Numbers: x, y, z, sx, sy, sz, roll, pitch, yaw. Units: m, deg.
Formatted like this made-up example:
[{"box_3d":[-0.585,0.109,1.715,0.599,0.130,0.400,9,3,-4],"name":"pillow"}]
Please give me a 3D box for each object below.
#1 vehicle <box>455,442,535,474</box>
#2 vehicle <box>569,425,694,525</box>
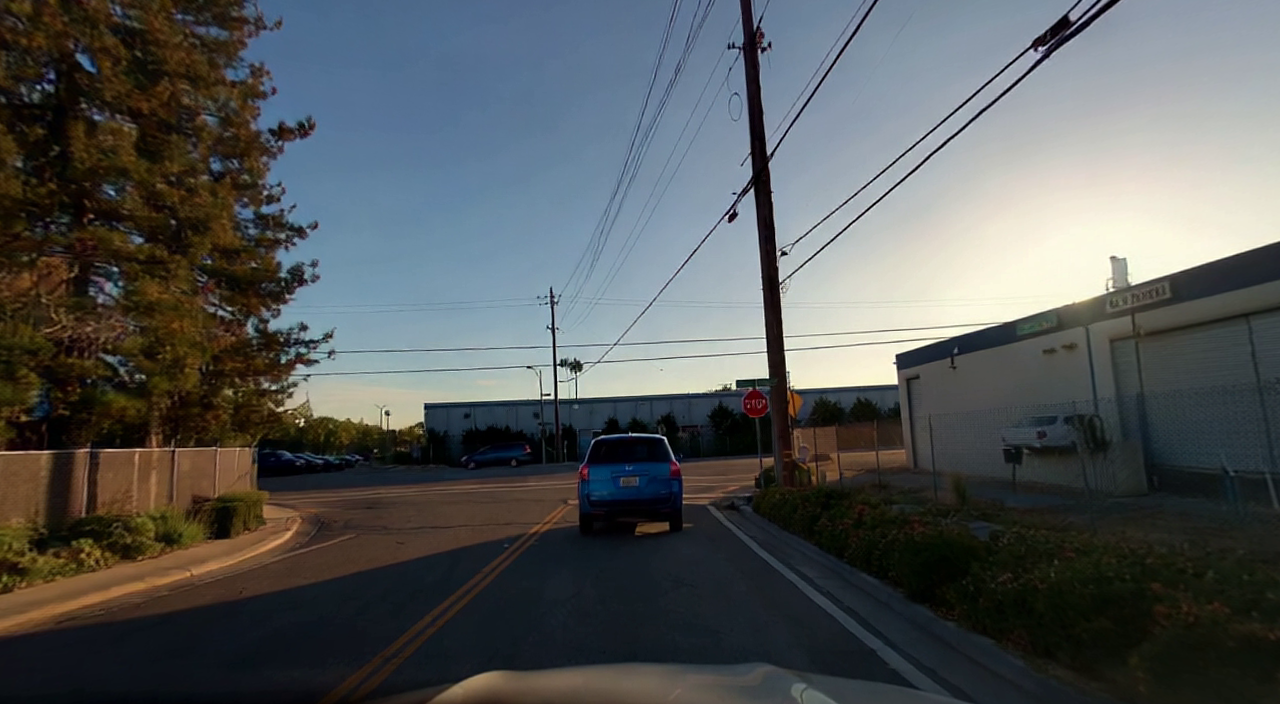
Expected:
[{"box_3d":[-8.549,6.184,37.129,4.415,1.753,2.029,-6,-10,34],"name":"vehicle"},{"box_3d":[-0.196,2.420,13.010,2.137,1.698,4.166,0,-8,-1],"name":"vehicle"}]
